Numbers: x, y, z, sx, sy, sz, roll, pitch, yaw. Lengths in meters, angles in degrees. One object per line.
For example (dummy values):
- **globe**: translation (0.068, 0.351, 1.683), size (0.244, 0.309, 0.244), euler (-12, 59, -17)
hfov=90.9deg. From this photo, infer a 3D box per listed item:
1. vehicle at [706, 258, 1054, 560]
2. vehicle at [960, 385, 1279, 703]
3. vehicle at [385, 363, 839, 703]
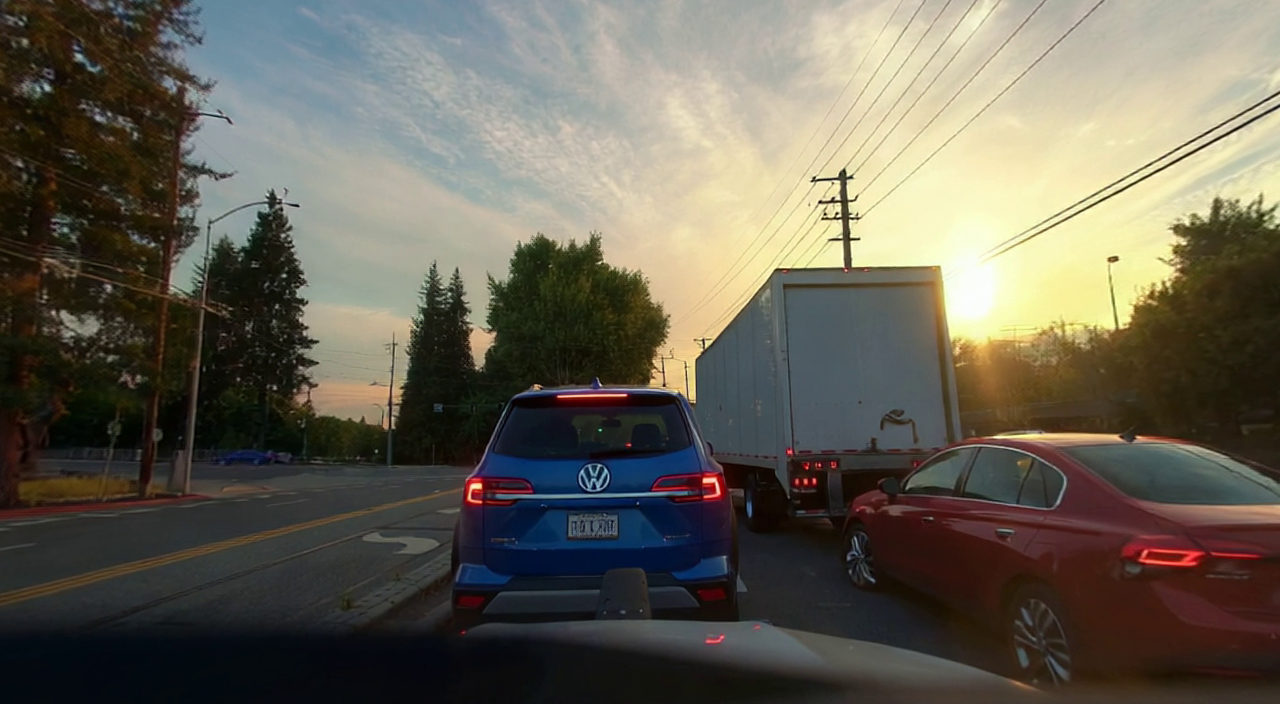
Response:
- **vehicle**: translation (3.228, 1.250, 11.832), size (2.915, 3.559, 8.848), euler (0, -8, -1)
- **vehicle**: translation (2.826, 0.749, 1.190), size (1.971, 1.484, 4.728), euler (0, -8, 0)
- **vehicle**: translation (-0.127, 1.227, 5.134), size (2.114, 1.732, 4.230), euler (0, -8, 0)
